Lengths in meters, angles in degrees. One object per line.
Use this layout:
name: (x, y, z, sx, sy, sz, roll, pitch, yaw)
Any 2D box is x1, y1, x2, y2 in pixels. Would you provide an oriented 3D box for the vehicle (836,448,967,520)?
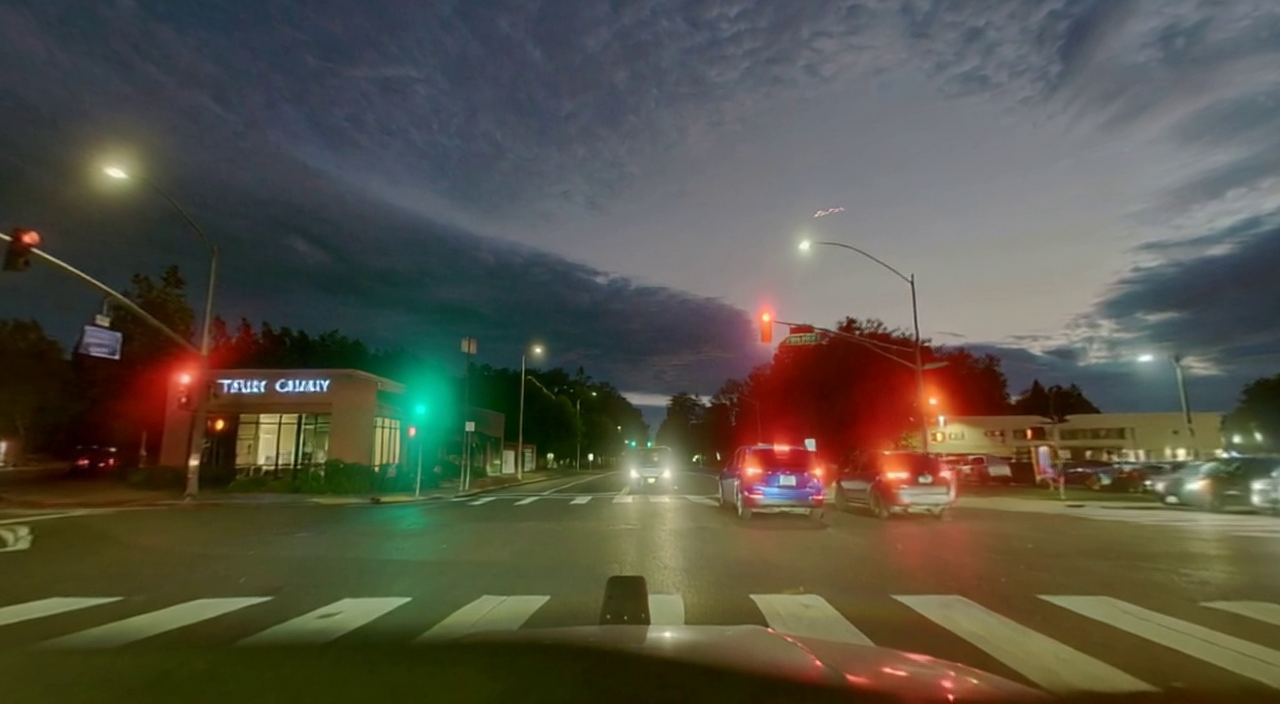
vehicle: (6.855, 3.446, 17.034, 1.792, 1.682, 4.089, 0, -8, 1)

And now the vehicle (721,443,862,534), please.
vehicle: (3.229, 2.988, 14.583, 2.048, 1.725, 4.754, 0, -8, 0)

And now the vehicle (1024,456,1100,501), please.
vehicle: (16.826, 4.997, 25.314, 1.875, 1.543, 3.853, -4, -9, 25)

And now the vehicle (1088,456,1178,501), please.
vehicle: (19.212, 4.888, 24.738, 1.791, 1.520, 3.649, -4, -9, 23)

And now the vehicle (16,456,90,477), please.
vehicle: (-41.639, 8.108, 44.772, 3.391, 1.379, 1.562, 4, -9, -26)

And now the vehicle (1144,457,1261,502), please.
vehicle: (21.500, 4.834, 24.330, 2.066, 1.488, 4.158, -4, -9, 24)

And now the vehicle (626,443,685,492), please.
vehicle: (0.635, 5.099, 28.256, 2.390, 1.948, 5.344, 0, -8, 0)
